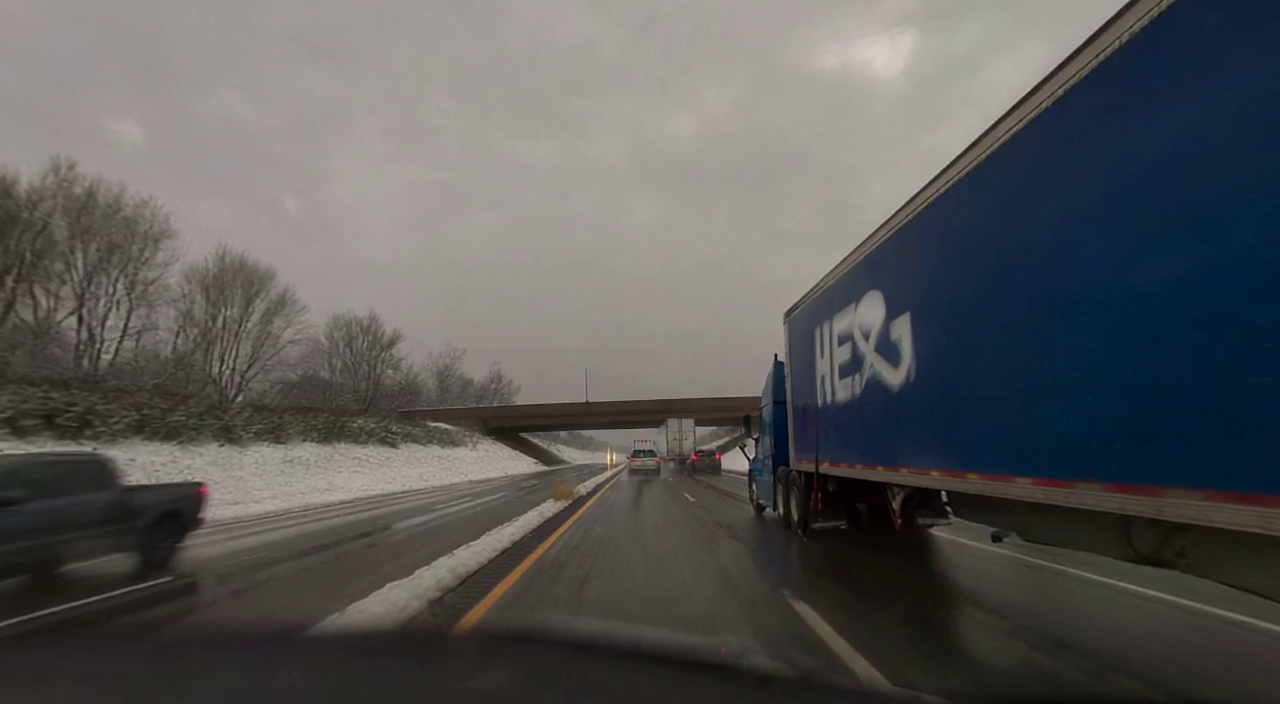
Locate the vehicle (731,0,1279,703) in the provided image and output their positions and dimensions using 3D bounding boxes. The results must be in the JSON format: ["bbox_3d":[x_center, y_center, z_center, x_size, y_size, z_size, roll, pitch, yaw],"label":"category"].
[{"bbox_3d":[3.164,0.054,4.850,2.870,4.056,14.250,-1,-9,0],"label":"vehicle"}]

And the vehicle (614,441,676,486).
[{"bbox_3d":[0.191,4.410,25.200,2.256,1.615,4.114,-1,-9,0],"label":"vehicle"}]

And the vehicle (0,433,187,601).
[{"bbox_3d":[-7.529,1.739,6.751,2.027,1.689,4.372,-1,-9,1],"label":"vehicle"}]

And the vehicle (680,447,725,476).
[{"bbox_3d":[3.401,6.059,35.078,1.972,1.505,3.946,0,-9,-1],"label":"vehicle"}]
